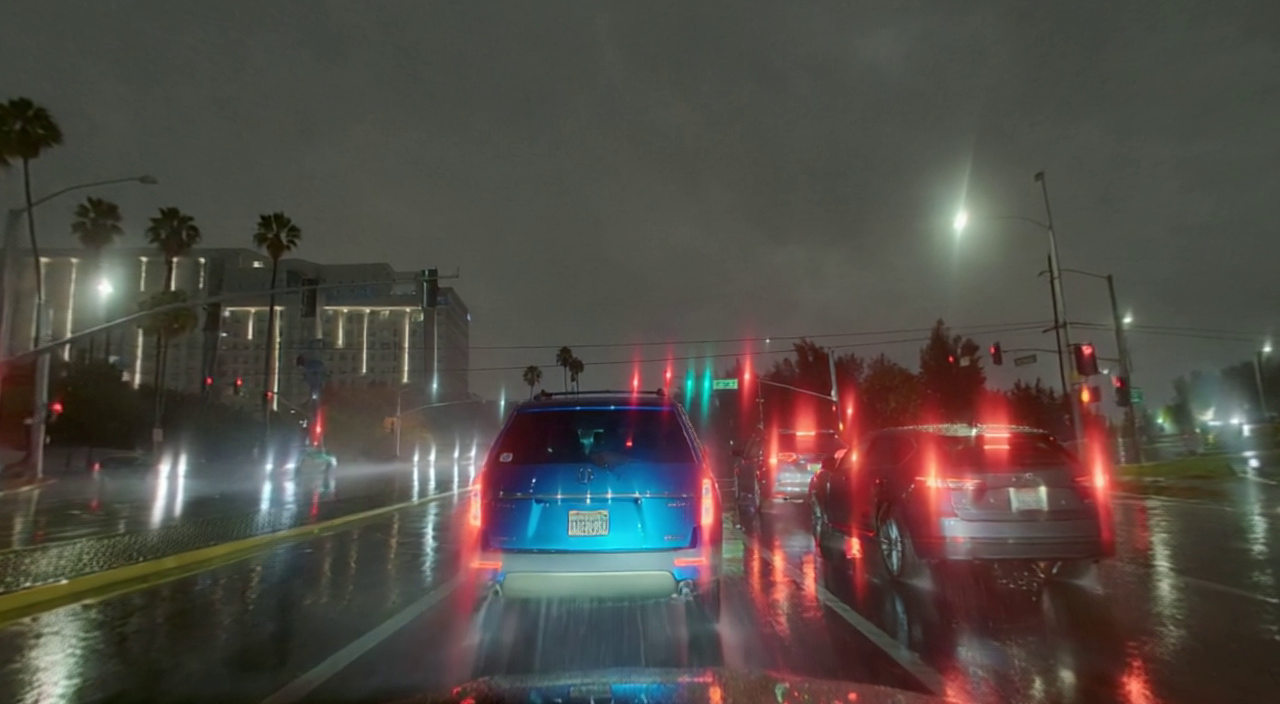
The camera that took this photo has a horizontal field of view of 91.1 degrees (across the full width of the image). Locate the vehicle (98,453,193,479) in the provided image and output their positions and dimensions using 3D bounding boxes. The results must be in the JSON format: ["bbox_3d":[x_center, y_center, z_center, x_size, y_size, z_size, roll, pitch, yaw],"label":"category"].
[{"bbox_3d":[-37.012,8.527,47.093,5.347,1.785,2.123,0,-8,1],"label":"vehicle"}]

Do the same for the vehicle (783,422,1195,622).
[{"bbox_3d":[3.120,1.605,6.990,1.971,1.473,4.495,0,-8,0],"label":"vehicle"}]

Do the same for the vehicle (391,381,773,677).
[{"bbox_3d":[-0.334,1.312,5.698,2.172,1.694,4.055,0,-9,0],"label":"vehicle"}]

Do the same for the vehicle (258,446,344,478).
[{"bbox_3d":[-19.863,6.437,37.118,2.119,1.786,5.252,0,-9,0],"label":"vehicle"}]
